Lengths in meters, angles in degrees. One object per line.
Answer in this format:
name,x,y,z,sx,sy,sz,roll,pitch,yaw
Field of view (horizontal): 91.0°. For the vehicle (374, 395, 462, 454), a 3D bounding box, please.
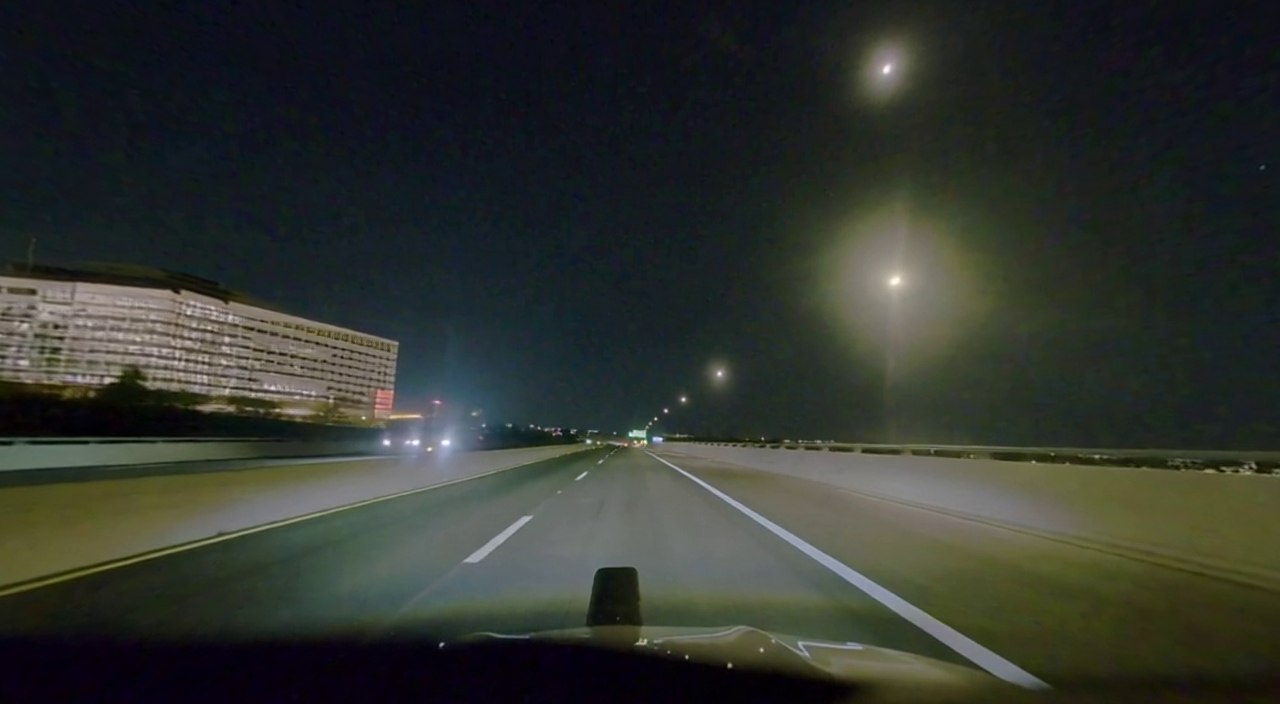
vehicle,-16.108,5.492,46.746,2.898,3.893,10.289,0,-8,-1
